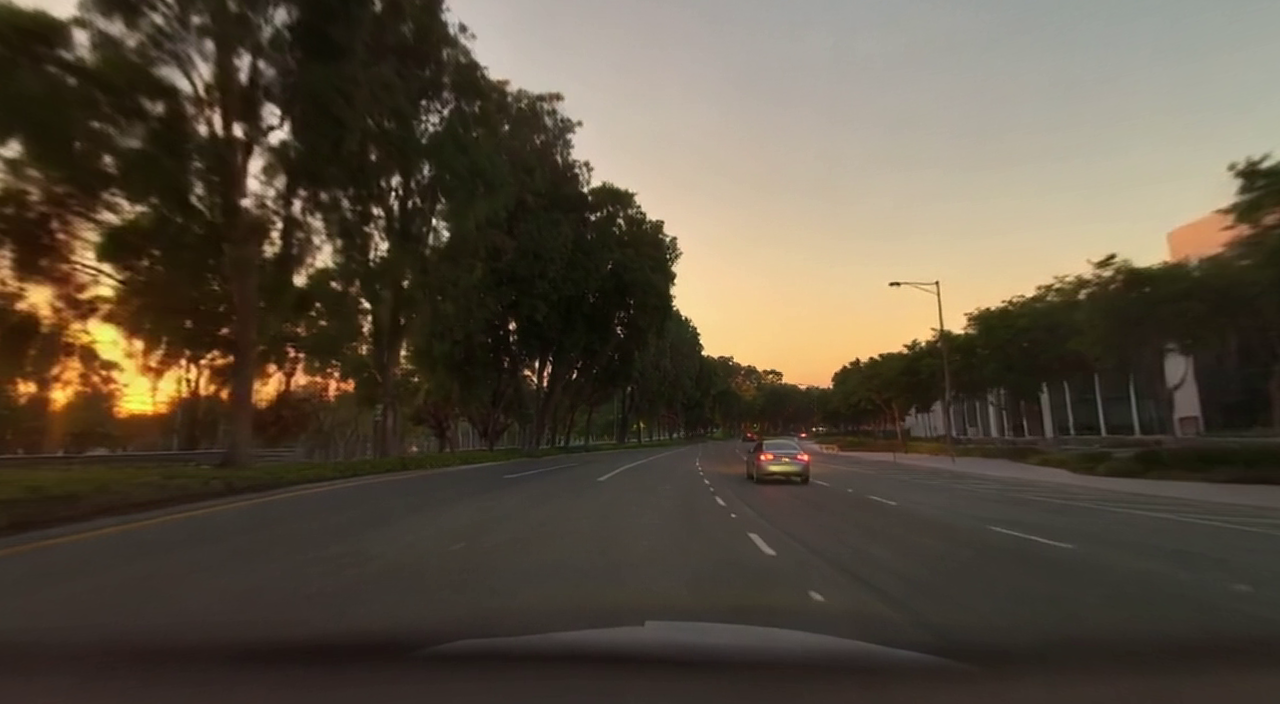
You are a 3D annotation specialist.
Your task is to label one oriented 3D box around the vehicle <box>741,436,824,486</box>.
[{"bbox_3d":[4.595,3.576,21.058,1.928,1.481,4.453,0,-9,3],"label":"vehicle"}]
